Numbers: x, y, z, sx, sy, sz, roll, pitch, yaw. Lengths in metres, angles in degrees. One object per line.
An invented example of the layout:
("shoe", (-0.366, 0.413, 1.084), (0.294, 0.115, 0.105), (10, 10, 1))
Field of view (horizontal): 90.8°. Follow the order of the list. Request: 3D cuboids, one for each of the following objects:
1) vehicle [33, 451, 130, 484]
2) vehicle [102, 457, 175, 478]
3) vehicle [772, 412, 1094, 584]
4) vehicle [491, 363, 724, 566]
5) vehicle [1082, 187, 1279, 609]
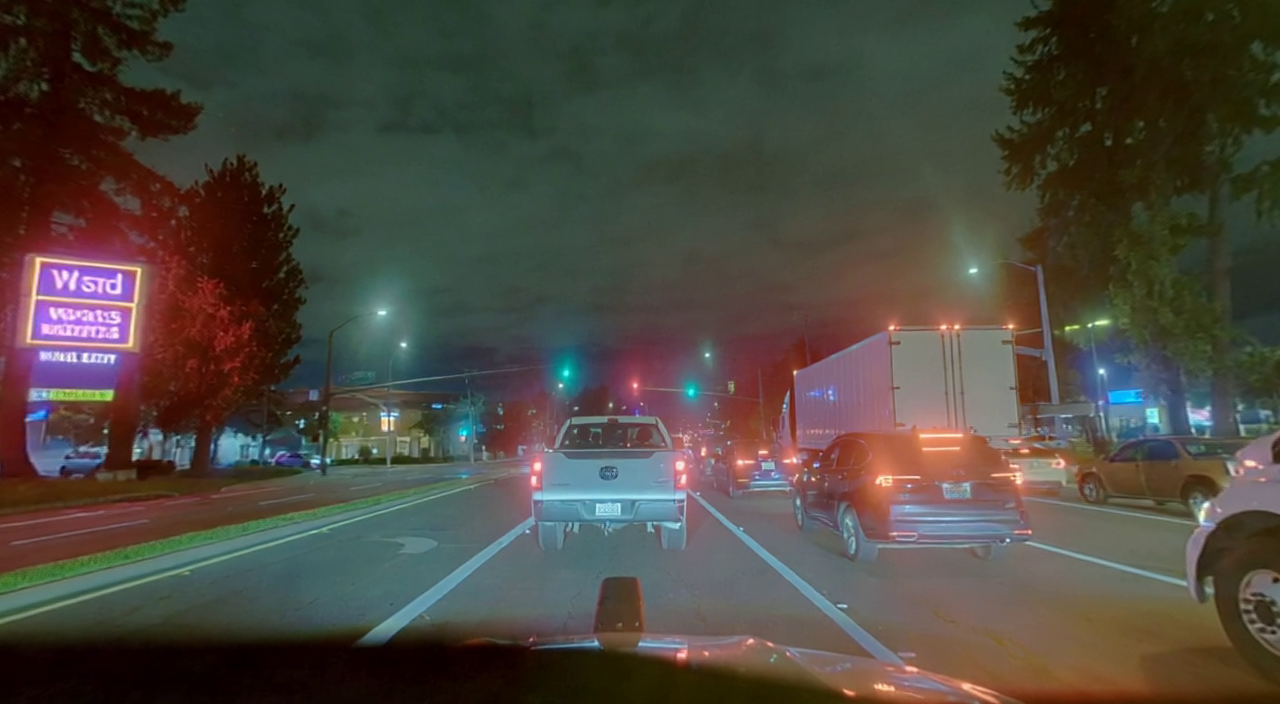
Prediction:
("vehicle", (-28.571, 5.899, 32.483), (1.730, 1.534, 3.922), (1, -9, -7))
("vehicle", (-38.151, 8.790, 48.130), (4.150, 1.474, 1.826), (-1, -9, 6))
("vehicle", (3.254, 1.737, 8.437), (1.905, 1.587, 4.998), (0, -9, 0))
("vehicle", (-0.362, 1.596, 9.459), (2.499, 2.183, 5.111), (0, -9, 0))
("vehicle", (6.526, 0.107, 3.358), (2.802, 3.322, 7.429), (0, -9, -1))
